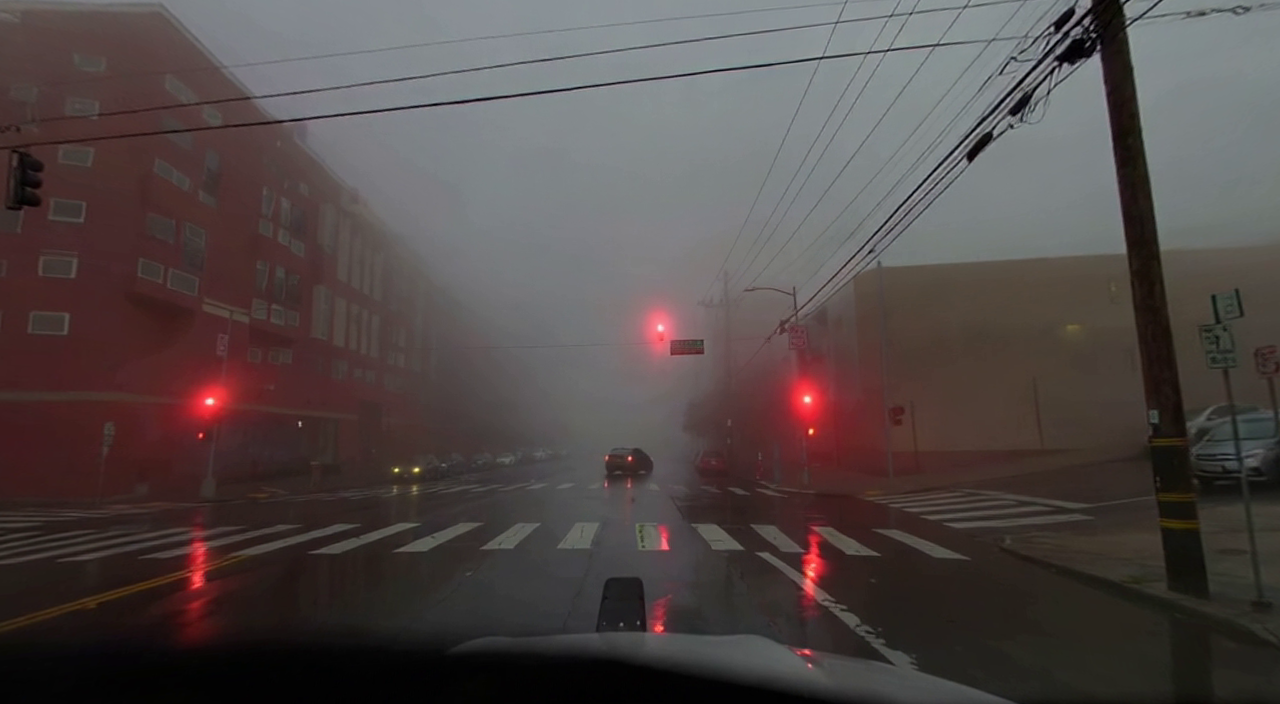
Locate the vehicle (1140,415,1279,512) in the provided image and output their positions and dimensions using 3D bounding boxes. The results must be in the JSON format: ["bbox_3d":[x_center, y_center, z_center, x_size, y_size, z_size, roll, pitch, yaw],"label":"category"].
[{"bbox_3d":[12.653,2.207,12.755,3.234,1.746,1.941,-2,-10,1],"label":"vehicle"}]

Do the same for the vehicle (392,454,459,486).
[{"bbox_3d":[-12.005,6.601,35.591,1.943,1.574,4.727,0,-9,3],"label":"vehicle"}]

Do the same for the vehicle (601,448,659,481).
[{"bbox_3d":[-0.461,6.022,34.016,2.120,1.650,4.525,-2,-9,13],"label":"vehicle"}]

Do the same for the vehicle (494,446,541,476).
[{"bbox_3d":[-8.195,7.316,42.578,2.096,1.830,4.752,0,-9,2],"label":"vehicle"}]

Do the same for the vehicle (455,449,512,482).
[{"bbox_3d":[-8.703,6.324,35.297,2.020,1.672,3.842,0,-9,3],"label":"vehicle"}]
